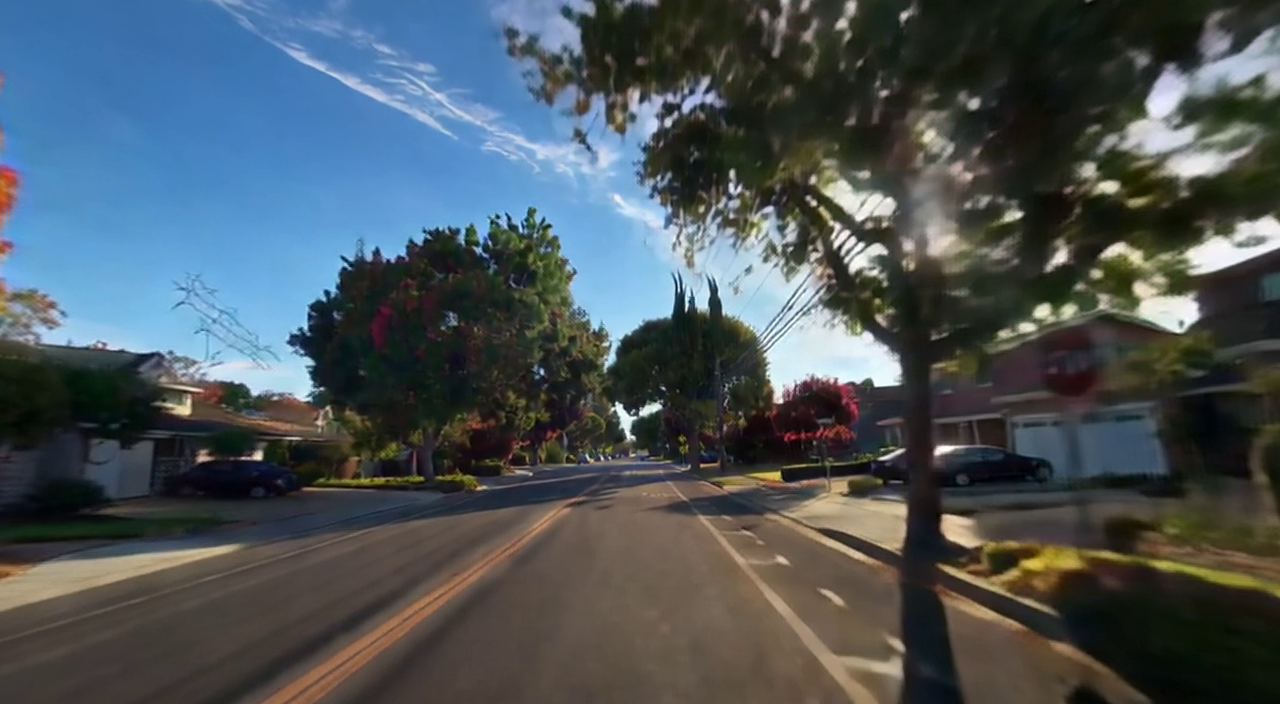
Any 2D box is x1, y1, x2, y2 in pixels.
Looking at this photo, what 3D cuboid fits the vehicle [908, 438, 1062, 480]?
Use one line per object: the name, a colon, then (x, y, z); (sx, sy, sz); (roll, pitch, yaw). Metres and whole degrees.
vehicle: (12.833, 4.007, 23.717); (4.650, 1.484, 1.929); (0, -9, -1)
